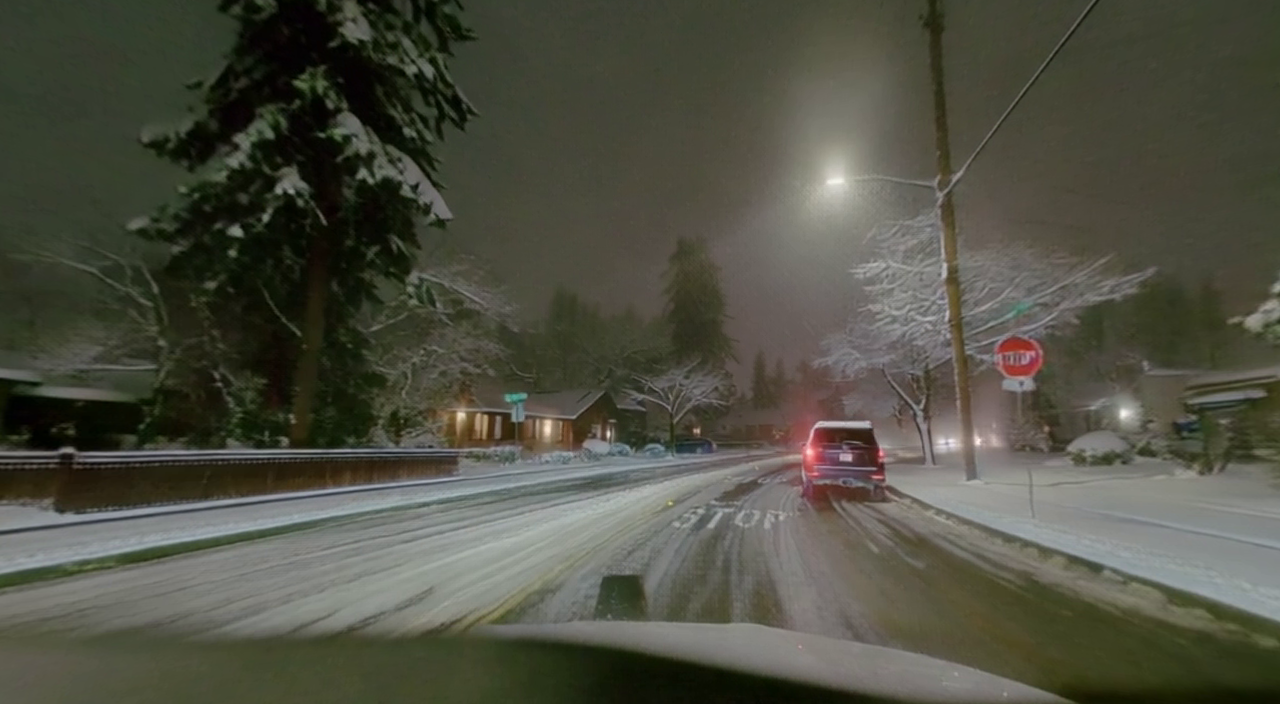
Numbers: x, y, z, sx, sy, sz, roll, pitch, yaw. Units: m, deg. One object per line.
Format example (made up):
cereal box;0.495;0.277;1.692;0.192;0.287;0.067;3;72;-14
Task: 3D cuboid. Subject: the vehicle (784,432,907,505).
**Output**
vehicle;5.421;3.044;17.044;2.692;1.649;4.689;-2;-9;15
